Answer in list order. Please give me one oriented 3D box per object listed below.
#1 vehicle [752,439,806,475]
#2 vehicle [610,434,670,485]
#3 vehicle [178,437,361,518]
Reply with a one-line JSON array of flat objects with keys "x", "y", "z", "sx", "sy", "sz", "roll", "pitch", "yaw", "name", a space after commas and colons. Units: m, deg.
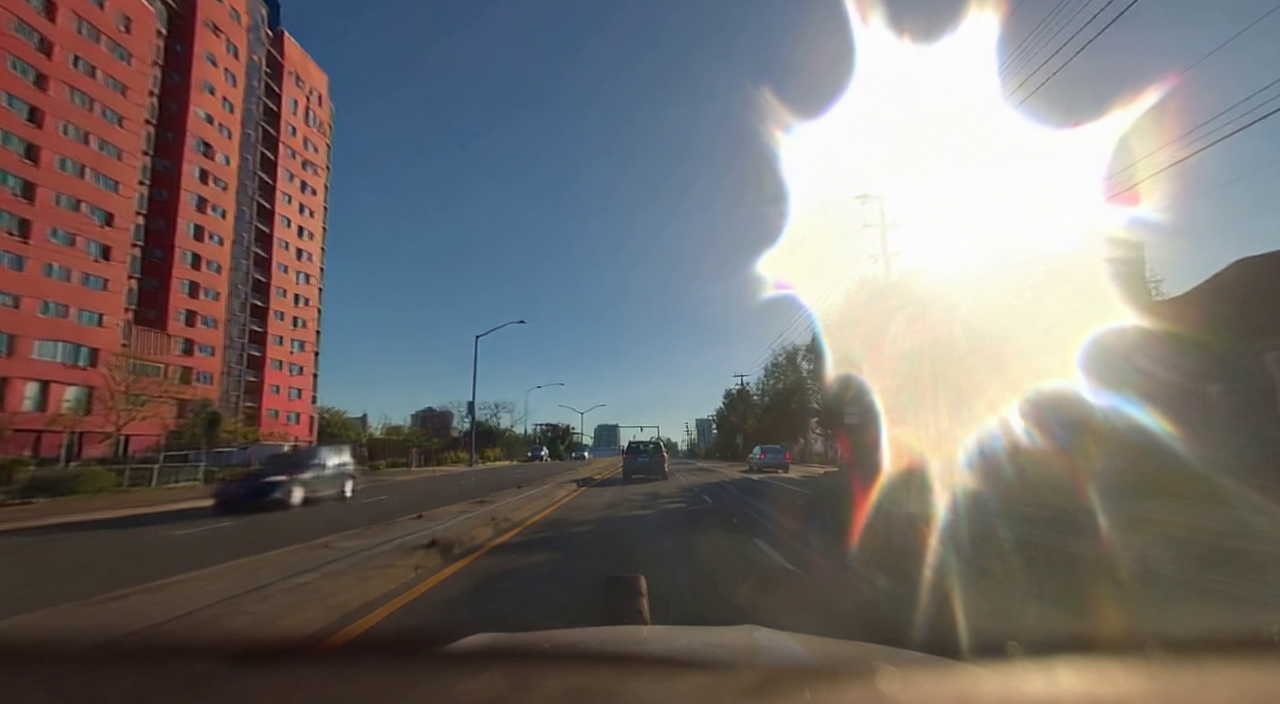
[{"x": 7.222, "y": 5.488, "z": 33.271, "sx": 1.952, "sy": 1.749, "sz": 4.311, "roll": 0, "pitch": -8, "yaw": 1, "name": "vehicle"}, {"x": 0.035, "y": 4.214, "z": 25.058, "sx": 2.160, "sy": 1.786, "sz": 4.702, "roll": 0, "pitch": -8, "yaw": 1, "name": "vehicle"}, {"x": -9.259, "y": 3.129, "z": 16.312, "sx": 1.979, "sy": 1.794, "sz": 4.264, "roll": -1, "pitch": -8, "yaw": 2, "name": "vehicle"}]
